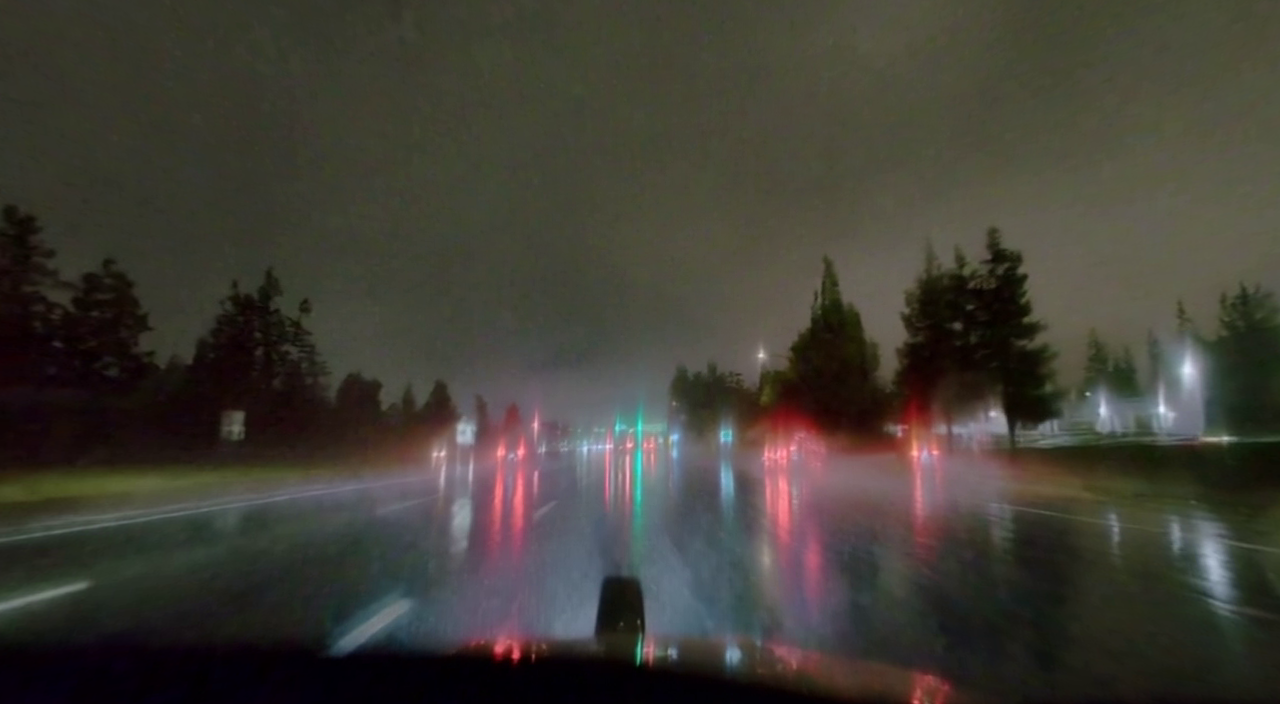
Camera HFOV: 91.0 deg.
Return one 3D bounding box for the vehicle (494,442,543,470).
[{"bbox_3d":[-6.976,6.014,36.604,1.985,1.513,4.172,0,-8,1],"label":"vehicle"}]
